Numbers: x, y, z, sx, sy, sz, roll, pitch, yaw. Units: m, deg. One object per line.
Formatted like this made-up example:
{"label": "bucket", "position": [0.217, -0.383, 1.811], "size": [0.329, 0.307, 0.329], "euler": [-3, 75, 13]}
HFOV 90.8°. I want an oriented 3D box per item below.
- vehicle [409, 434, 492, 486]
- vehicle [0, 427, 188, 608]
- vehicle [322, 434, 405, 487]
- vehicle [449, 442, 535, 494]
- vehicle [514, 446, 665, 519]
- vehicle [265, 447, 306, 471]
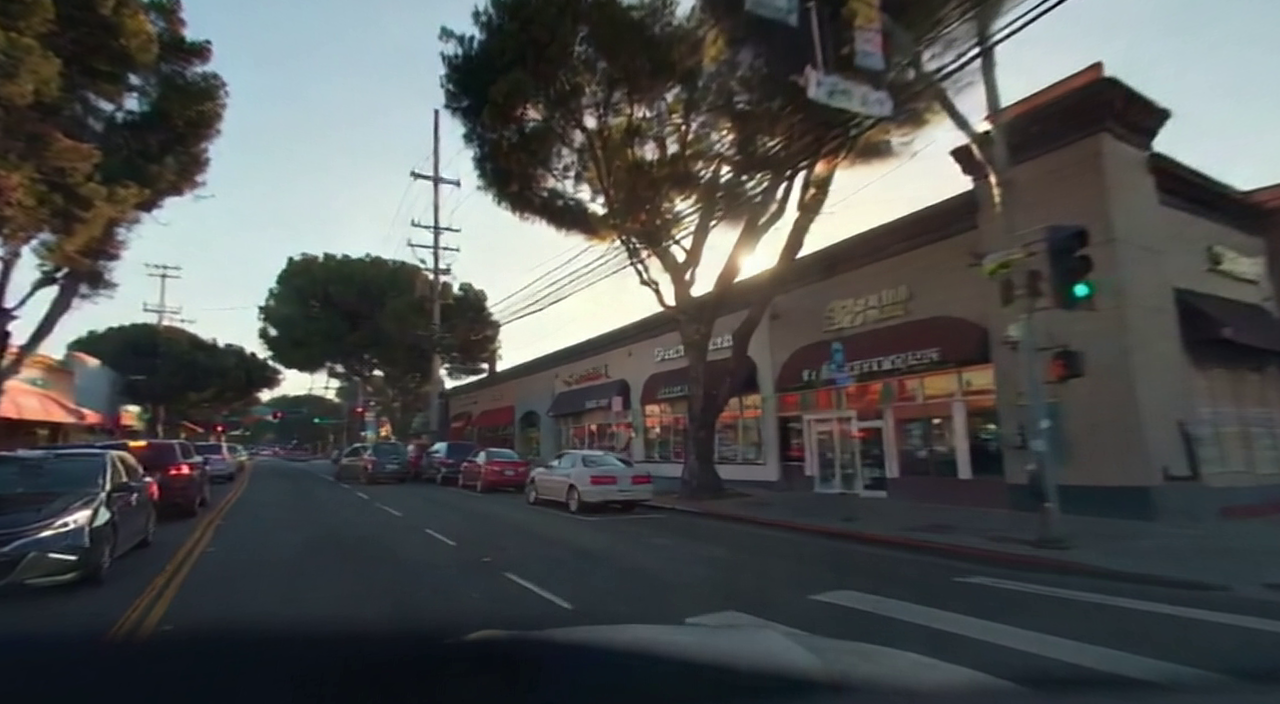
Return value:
{"label": "vehicle", "position": [-8.386, 4.666, 27.592], "size": [2.243, 1.992, 5.087], "euler": [5, -10, -30]}
{"label": "vehicle", "position": [-7.189, 1.829, 7.770], "size": [2.087, 1.646, 4.563], "euler": [4, -10, -29]}
{"label": "vehicle", "position": [-11.291, 4.344, 25.619], "size": [2.440, 1.882, 4.611], "euler": [5, -10, -30]}
{"label": "vehicle", "position": [-5.488, 4.172, 23.122], "size": [1.882, 1.704, 4.055], "euler": [5, -10, -30]}
{"label": "vehicle", "position": [-1.491, 3.230, 16.297], "size": [2.059, 1.550, 4.703], "euler": [4, -10, -29]}
{"label": "vehicle", "position": [-23.118, 6.911, 41.072], "size": [2.050, 1.400, 4.666], "euler": [5, -10, -31]}
